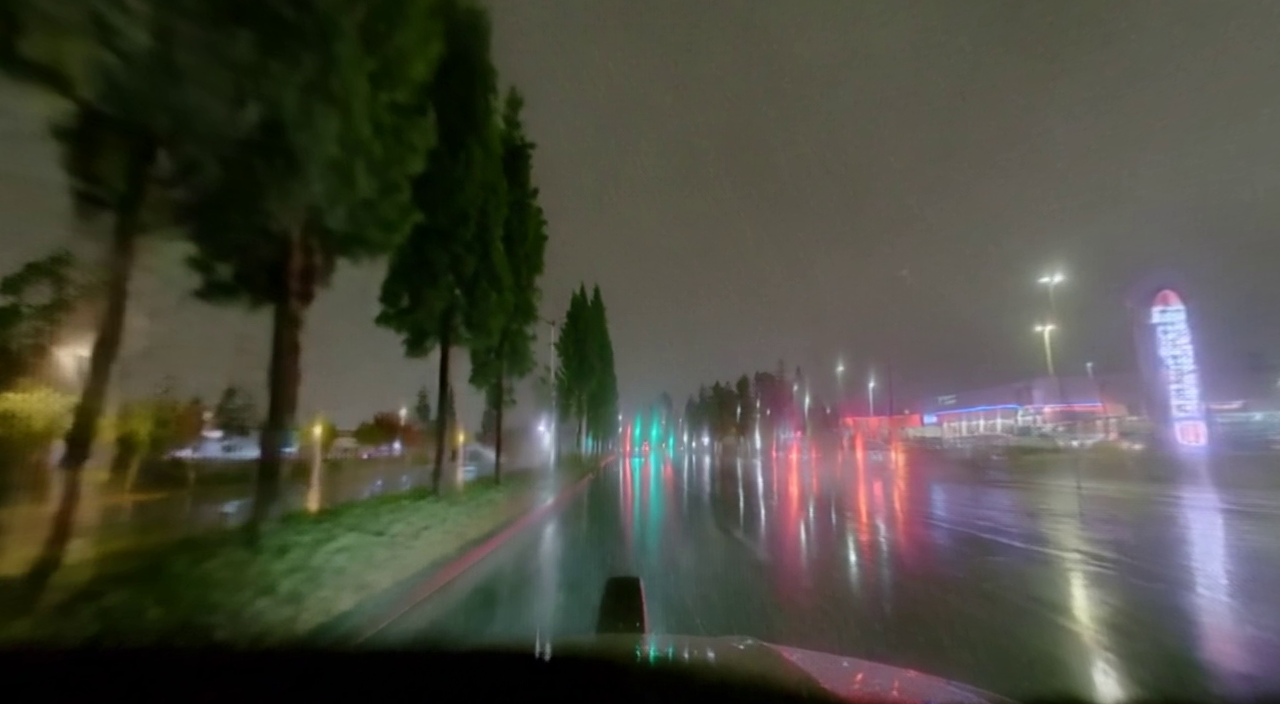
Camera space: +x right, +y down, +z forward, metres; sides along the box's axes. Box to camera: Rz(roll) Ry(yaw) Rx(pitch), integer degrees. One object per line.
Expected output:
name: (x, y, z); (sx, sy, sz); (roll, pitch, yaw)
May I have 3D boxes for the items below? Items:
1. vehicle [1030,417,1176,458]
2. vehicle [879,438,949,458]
vehicle: (20.180, 3.773, 27.756); (4.586, 1.668, 2.113); (-1, -8, 6)
vehicle: (20.713, 7.266, 47.832); (4.396, 1.450, 1.956); (-1, -8, 3)
